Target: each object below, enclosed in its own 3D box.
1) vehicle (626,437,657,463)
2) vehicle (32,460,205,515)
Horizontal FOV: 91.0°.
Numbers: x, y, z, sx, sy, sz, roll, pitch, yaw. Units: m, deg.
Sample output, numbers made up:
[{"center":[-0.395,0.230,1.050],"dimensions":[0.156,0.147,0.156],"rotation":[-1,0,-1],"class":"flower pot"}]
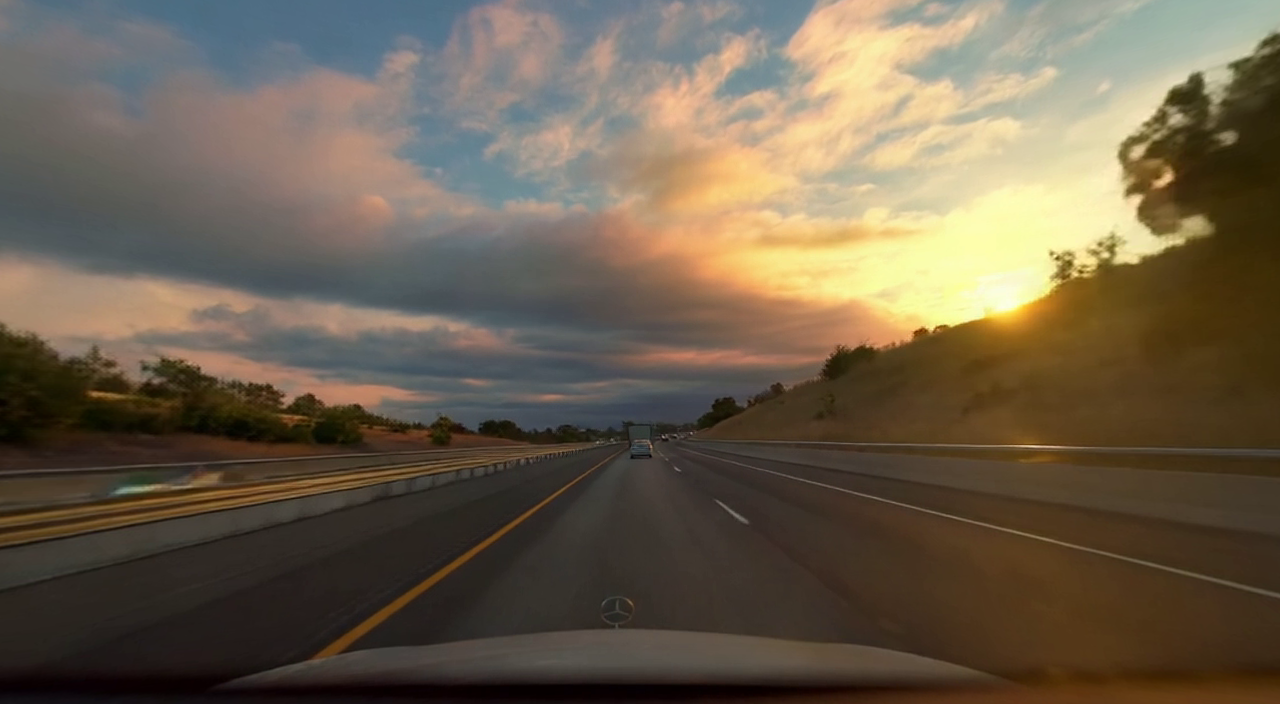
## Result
[{"center":[0.072,6.853,44.105],"dimensions":[2.059,1.696,4.165],"rotation":[0,-8,-1],"class":"vehicle"},{"center":[-16.926,4.371,20.784],"dimensions":[2.019,1.473,4.338],"rotation":[0,-8,-1],"class":"vehicle"}]
